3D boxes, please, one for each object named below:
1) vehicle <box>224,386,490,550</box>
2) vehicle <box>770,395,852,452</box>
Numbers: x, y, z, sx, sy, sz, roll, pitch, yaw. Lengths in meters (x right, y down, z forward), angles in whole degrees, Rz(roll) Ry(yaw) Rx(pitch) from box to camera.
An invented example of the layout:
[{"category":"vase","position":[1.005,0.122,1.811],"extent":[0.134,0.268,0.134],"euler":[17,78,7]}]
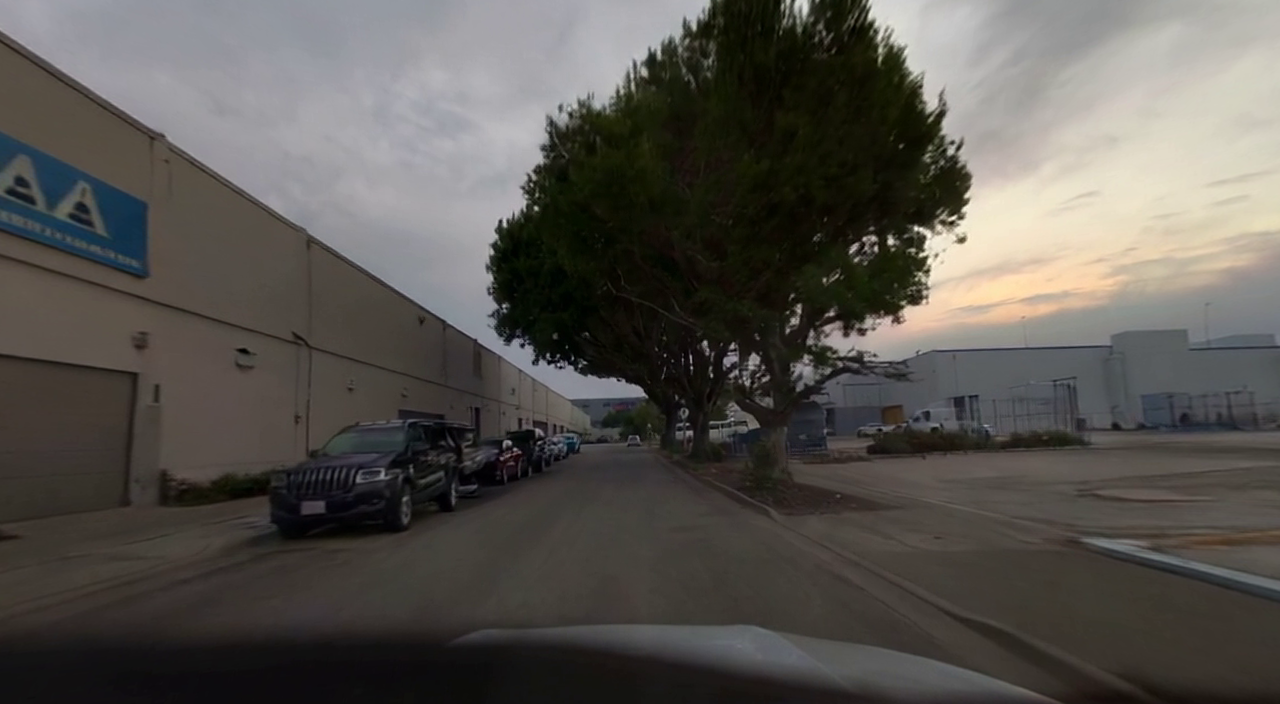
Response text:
[{"category":"vehicle","position":[-4.069,1.840,10.298],"extent":[2.161,1.843,5.181],"euler":[-3,-10,-3]},{"category":"vehicle","position":[10.259,4.462,38.678],"extent":[2.622,3.108,7.053],"euler":[0,-8,-3]}]
